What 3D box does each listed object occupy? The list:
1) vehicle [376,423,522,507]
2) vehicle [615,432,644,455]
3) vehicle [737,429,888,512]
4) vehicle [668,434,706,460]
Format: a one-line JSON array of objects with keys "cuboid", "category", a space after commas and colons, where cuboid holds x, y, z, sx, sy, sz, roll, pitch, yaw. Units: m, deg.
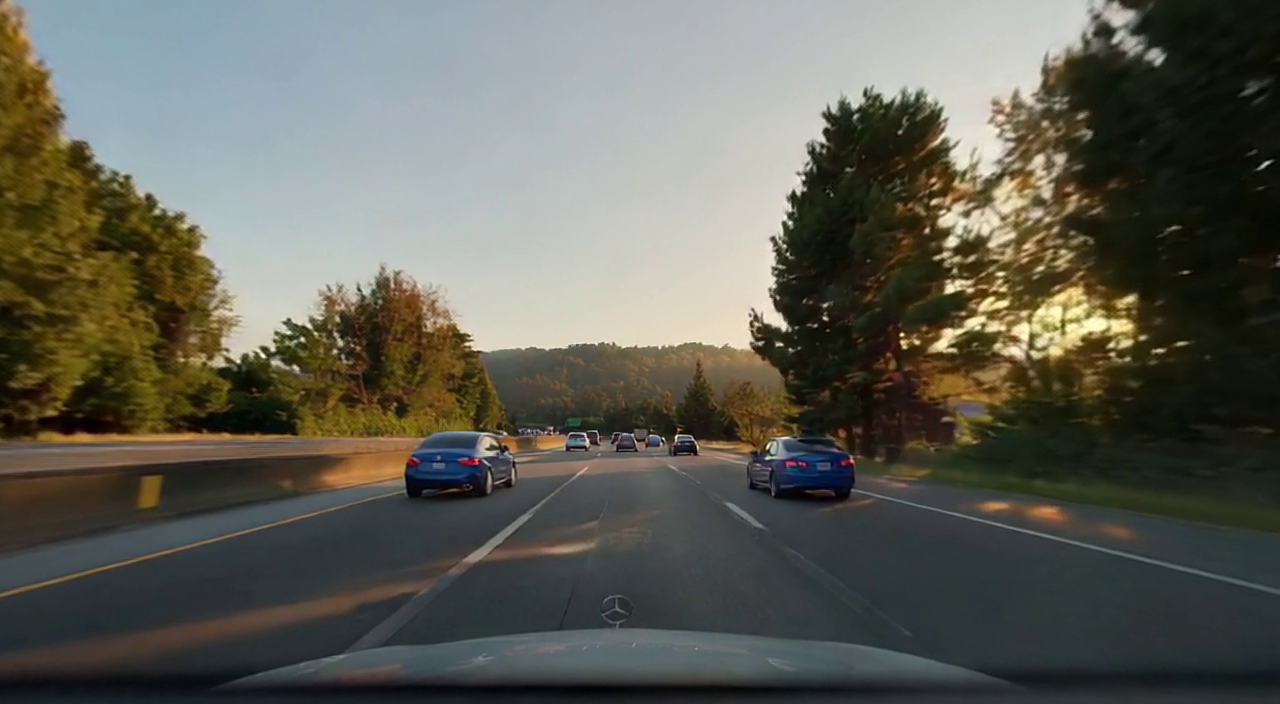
[{"cuboid": [-3.939, 2.375, 13.803, 1.941, 1.529, 4.111, 0, -8, -1], "category": "vehicle"}, {"cuboid": [-0.846, 7.166, 49.656, 2.191, 1.727, 3.981, 1, -8, -2], "category": "vehicle"}, {"cuboid": [3.455, 2.433, 13.472, 1.986, 1.488, 3.867, 1, -8, -3], "category": "vehicle"}, {"cuboid": [2.799, 5.788, 38.605, 1.883, 1.536, 3.792, 1, -8, -3], "category": "vehicle"}]
